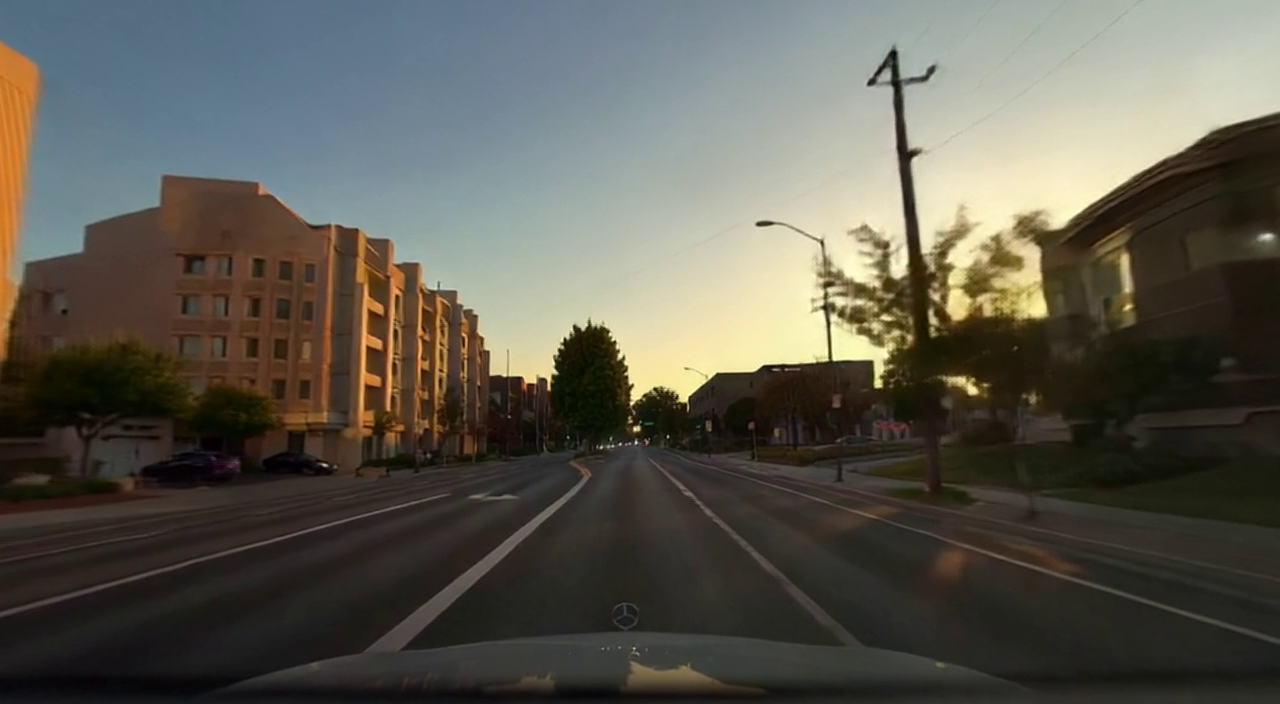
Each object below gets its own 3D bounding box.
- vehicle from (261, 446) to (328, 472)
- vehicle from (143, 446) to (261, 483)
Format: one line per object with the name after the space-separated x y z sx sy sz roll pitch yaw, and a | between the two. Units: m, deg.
-24.326 7.527 44.648 2.067 1.644 4.216 1 -9 5 | vehicle
-23.274 5.973 33.715 4.794 1.869 2.060 -1 -8 3 | vehicle
